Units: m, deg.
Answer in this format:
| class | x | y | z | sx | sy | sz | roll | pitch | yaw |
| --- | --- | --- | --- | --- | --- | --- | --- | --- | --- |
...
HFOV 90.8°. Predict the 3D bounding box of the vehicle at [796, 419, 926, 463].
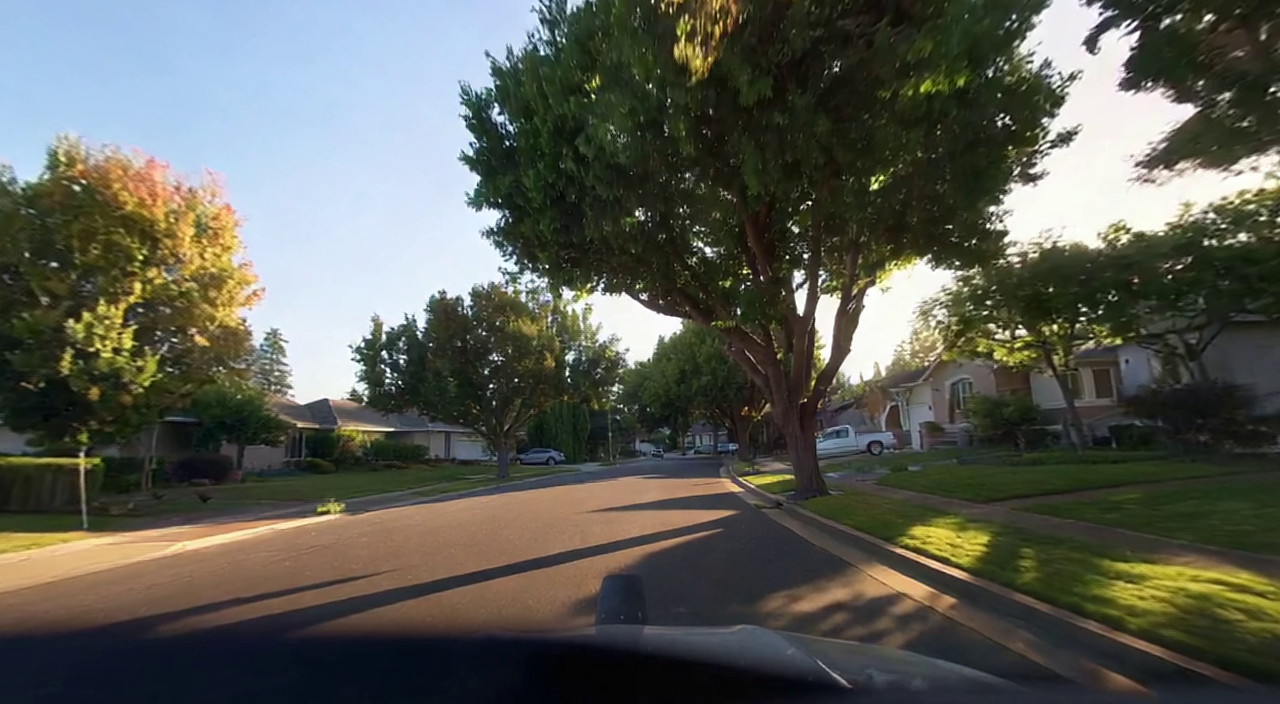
| class | x | y | z | sx | sy | sz | roll | pitch | yaw |
| --- | --- | --- | --- | --- | --- | --- | --- | --- | --- |
| vehicle | 11.594 | 4.764 | 33.640 | 6.053 | 2.240 | 2.582 | -1 | -9 | 7 |
